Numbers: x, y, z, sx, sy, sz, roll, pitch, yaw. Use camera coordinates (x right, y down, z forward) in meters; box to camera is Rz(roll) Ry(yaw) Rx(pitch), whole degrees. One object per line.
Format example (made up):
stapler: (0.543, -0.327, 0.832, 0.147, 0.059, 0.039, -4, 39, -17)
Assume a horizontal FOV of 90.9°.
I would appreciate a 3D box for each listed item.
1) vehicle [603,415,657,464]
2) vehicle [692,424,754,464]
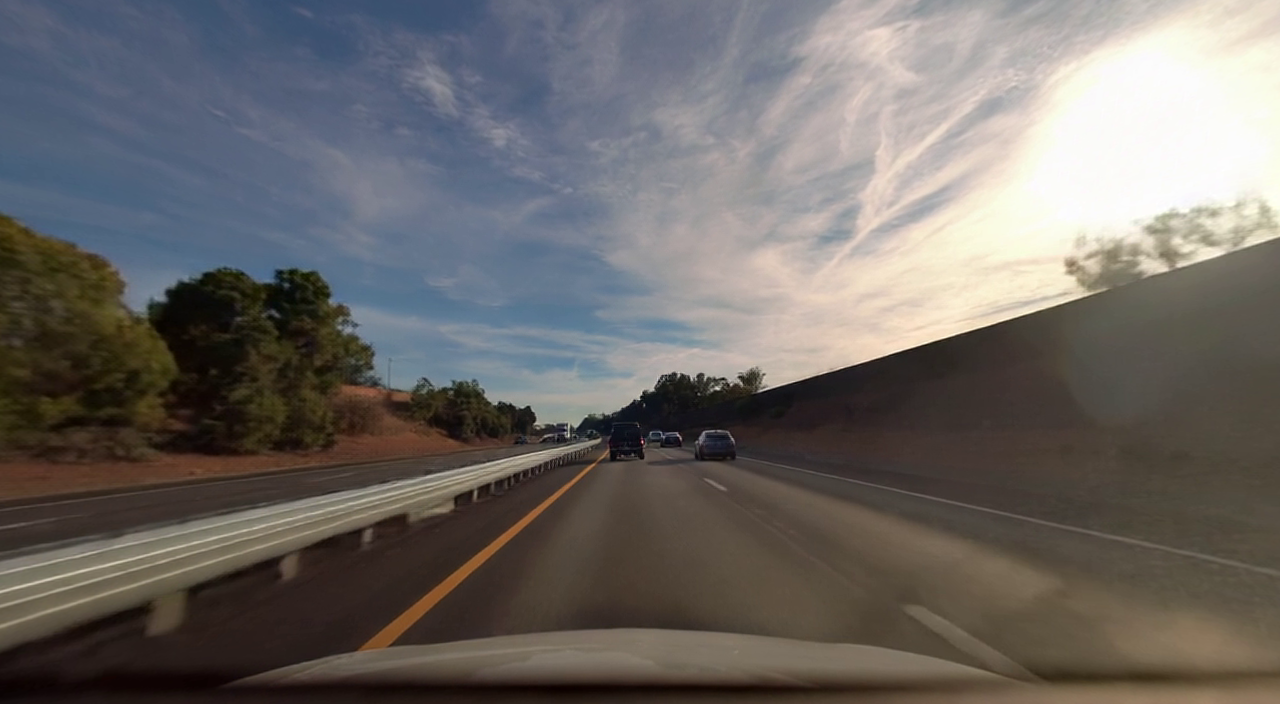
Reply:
vehicle: (-0.497, 4.014, 28.929, 2.270, 2.044, 4.633, 0, -8, -2)
vehicle: (3.505, 3.966, 27.324, 1.981, 1.606, 3.956, 0, -8, -2)
